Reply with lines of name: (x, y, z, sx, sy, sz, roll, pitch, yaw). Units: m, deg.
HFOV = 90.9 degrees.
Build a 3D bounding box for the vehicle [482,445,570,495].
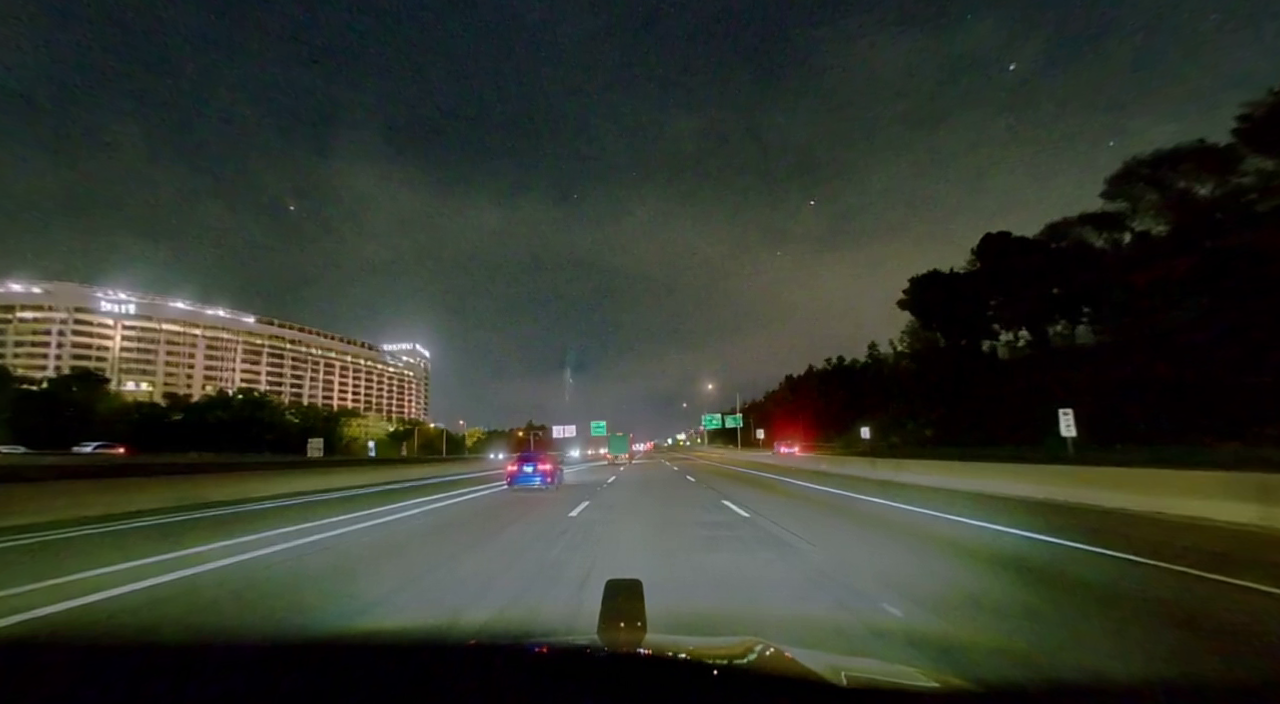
vehicle: (-3.709, 3.933, 21.341, 2.039, 1.478, 4.483, 0, -9, 1)
